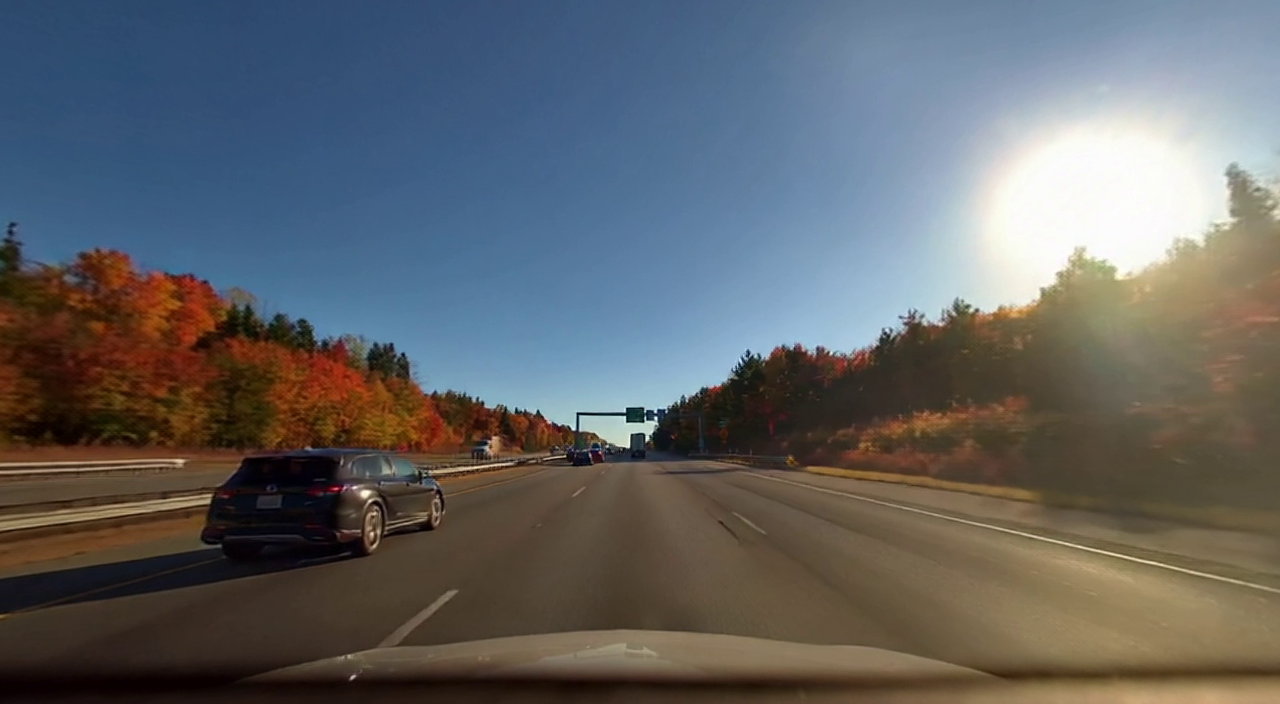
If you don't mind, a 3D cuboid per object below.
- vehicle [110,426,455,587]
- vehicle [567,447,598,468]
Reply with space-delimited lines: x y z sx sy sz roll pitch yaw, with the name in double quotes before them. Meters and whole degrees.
"vehicle" -4.059 1.811 8.143 2.071 1.525 4.058 0 -9 0
"vehicle" -4.307 7.959 47.391 1.963 1.475 3.665 0 -9 0
